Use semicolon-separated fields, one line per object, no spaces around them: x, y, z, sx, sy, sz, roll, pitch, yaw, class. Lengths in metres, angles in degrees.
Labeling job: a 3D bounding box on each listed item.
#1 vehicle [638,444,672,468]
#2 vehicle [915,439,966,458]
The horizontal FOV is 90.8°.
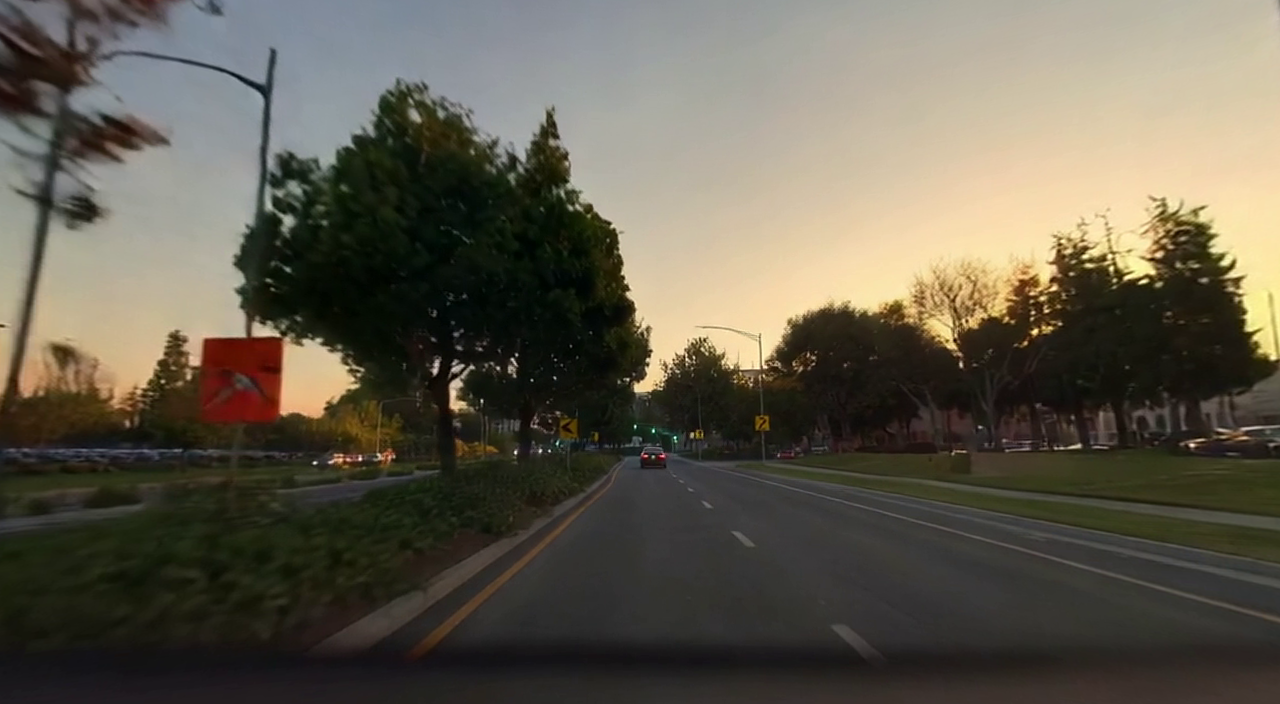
1.041;7.538;46.008;2.158;1.600;3.865;0;-9;-2;vehicle
23.316;7.509;49.197;1.825;1.414;3.627;1;-8;-8;vehicle
